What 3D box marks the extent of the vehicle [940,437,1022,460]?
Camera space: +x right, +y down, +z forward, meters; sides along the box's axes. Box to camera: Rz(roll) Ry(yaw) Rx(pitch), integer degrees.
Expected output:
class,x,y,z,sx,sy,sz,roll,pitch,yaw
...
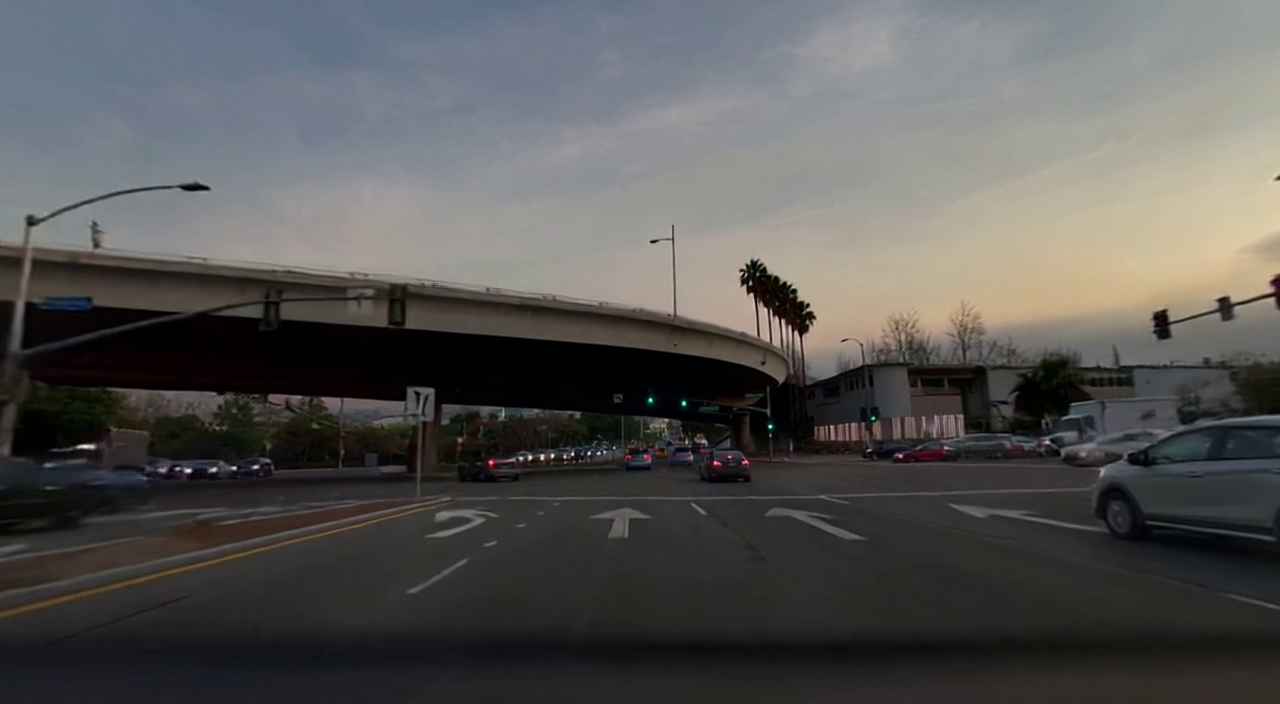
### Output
class,x,y,z,sx,sy,sz,roll,pitch,yaw
vehicle,23.338,6.631,43.179,4.547,1.527,1.890,-2,-9,15

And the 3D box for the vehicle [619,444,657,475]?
class,x,y,z,sx,sy,sz,roll,pitch,yaw
vehicle,-0.141,6.399,37.621,2.172,1.694,4.055,0,-9,0

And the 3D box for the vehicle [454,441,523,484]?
class,x,y,z,sx,sy,sz,roll,pitch,yaw
vehicle,-8.011,5.701,32.810,2.485,2.012,5.498,4,-9,-23

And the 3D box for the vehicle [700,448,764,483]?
class,x,y,z,sx,sy,sz,roll,pitch,yaw
vehicle,3.918,4.904,27.385,2.156,1.404,4.120,0,-9,0

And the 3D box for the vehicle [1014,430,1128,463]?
class,x,y,z,sx,sy,sz,roll,pitch,yaw
vehicle,24.422,5.403,35.796,4.835,1.536,1.984,-6,-11,14

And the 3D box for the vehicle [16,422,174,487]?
class,x,y,z,sx,sy,sz,roll,pitch,yaw
vehicle,-37.228,6.950,42.963,9.093,4.049,3.094,-1,-9,14

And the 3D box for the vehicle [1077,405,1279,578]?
class,x,y,z,sx,sy,sz,roll,pitch,yaw
vehicle,7.148,1.441,6.688,1.964,1.647,4.114,0,-9,0
